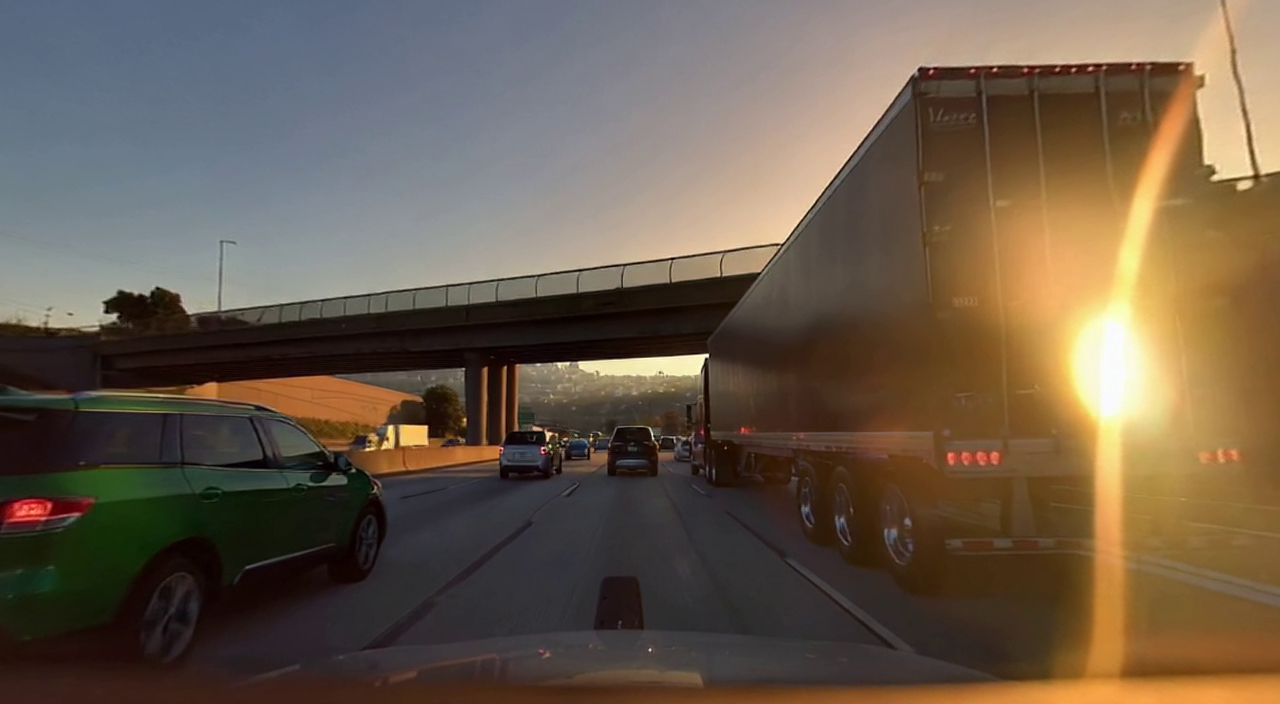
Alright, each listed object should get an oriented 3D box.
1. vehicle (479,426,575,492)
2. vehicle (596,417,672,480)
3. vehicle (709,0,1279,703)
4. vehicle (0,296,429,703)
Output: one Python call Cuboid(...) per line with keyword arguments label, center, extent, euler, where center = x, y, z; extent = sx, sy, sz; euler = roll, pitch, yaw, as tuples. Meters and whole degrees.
Cuboid(label="vehicle", center=(-3.373, 3.309, 19.832), extent=(2.120, 1.812, 4.659), euler=(0, -8, 0))
Cuboid(label="vehicle", center=(-0.226, 3.887, 25.477), extent=(2.704, 2.216, 5.804), euler=(0, -8, 0))
Cuboid(label="vehicle", center=(3.481, 0.644, 9.647), extent=(2.852, 4.121, 16.210), euler=(0, -8, -1))
Cuboid(label="vehicle", center=(-3.298, 0.999, 4.024), extent=(2.193, 1.803, 4.958), euler=(0, -8, 0))
